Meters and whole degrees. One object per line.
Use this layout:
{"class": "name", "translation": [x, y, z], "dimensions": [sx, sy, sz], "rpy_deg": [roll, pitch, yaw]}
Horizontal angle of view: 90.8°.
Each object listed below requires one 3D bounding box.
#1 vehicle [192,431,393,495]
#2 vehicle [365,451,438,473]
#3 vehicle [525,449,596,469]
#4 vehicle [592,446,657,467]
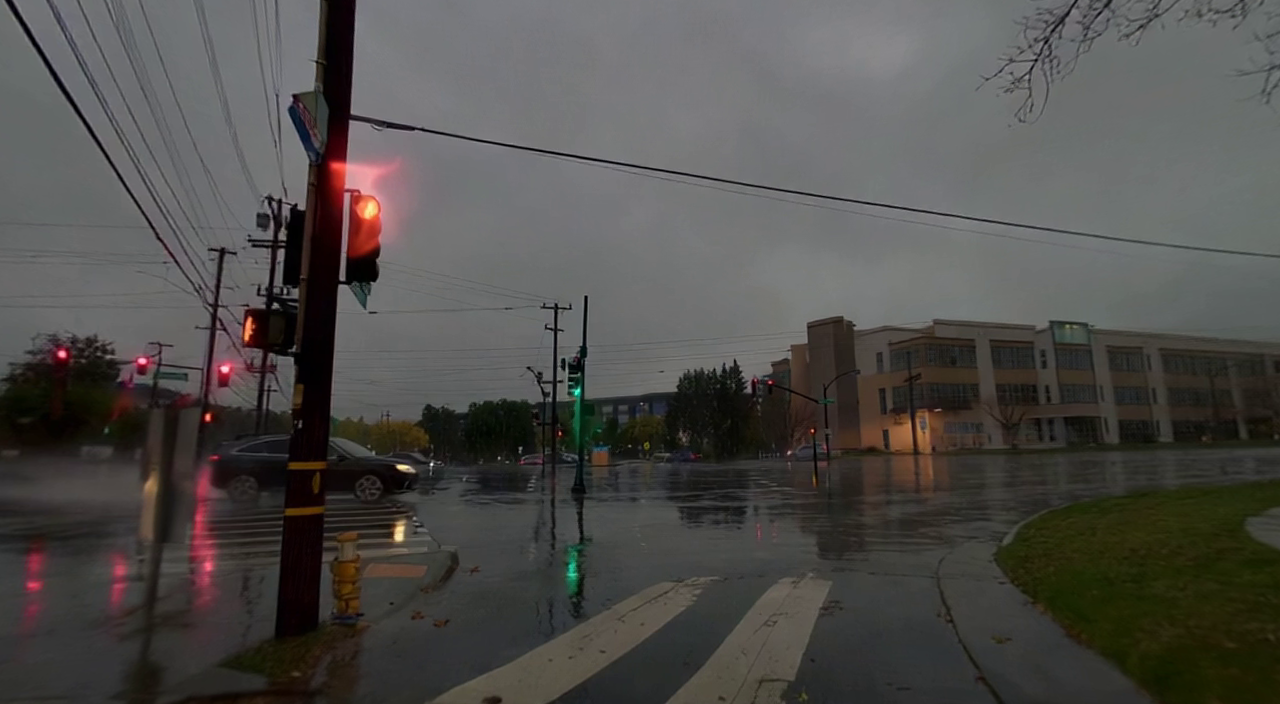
{"class": "vehicle", "translation": [-9.683, 3.091, 17.811], "dimensions": [4.530, 1.648, 2.075], "rpy_deg": [-1, -9, 9]}
{"class": "vehicle", "translation": [-17.052, 7.845, 45.209], "dimensions": [4.623, 1.471, 1.805], "rpy_deg": [4, -9, -25]}
{"class": "vehicle", "translation": [-5.904, 7.931, 47.075], "dimensions": [4.837, 1.407, 1.818], "rpy_deg": [4, -9, -26]}
{"class": "vehicle", "translation": [-1.128, 7.548, 45.816], "dimensions": [4.391, 1.451, 1.717], "rpy_deg": [4, -9, -26]}
